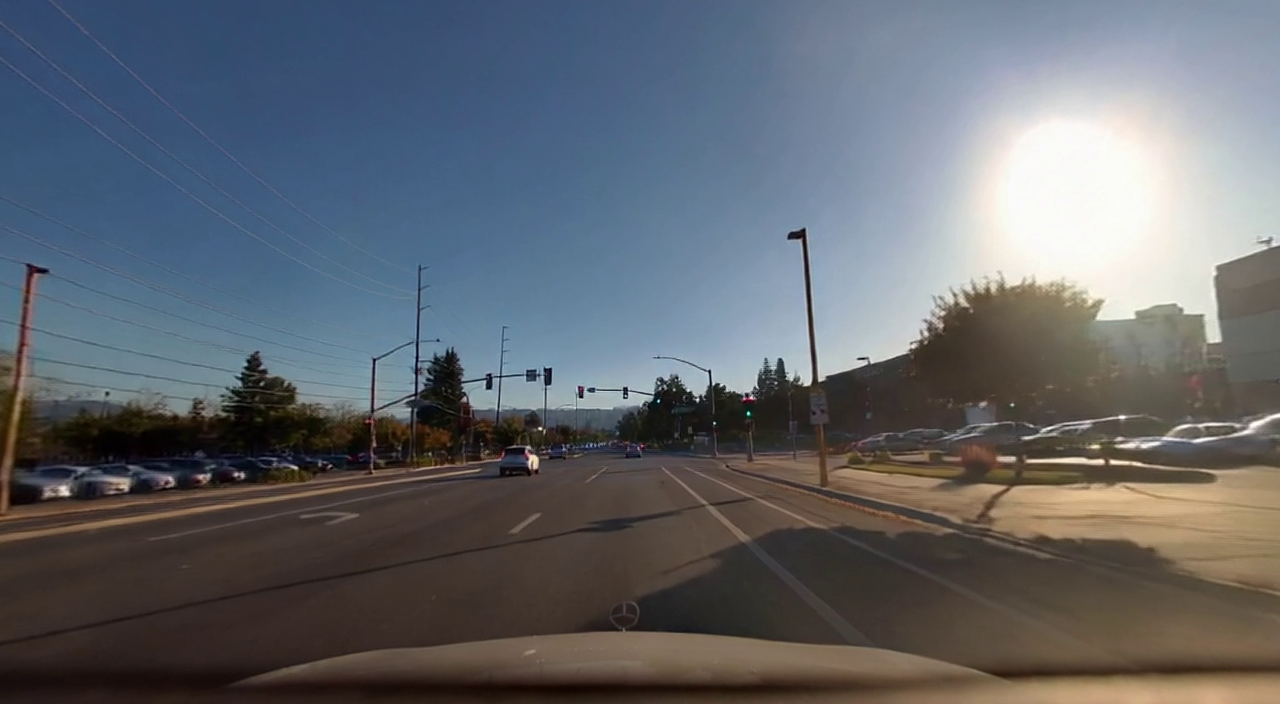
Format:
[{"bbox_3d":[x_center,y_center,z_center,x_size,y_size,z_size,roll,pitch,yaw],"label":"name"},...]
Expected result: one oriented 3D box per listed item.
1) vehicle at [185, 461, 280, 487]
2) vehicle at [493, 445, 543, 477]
[{"bbox_3d":[-24.761,7.428,38.514,4.403,1.465,1.928,0,-9,-3],"label":"vehicle"},{"bbox_3d":[-6.063,5.457,31.867,1.928,1.451,4.219,0,-9,-4],"label":"vehicle"}]
